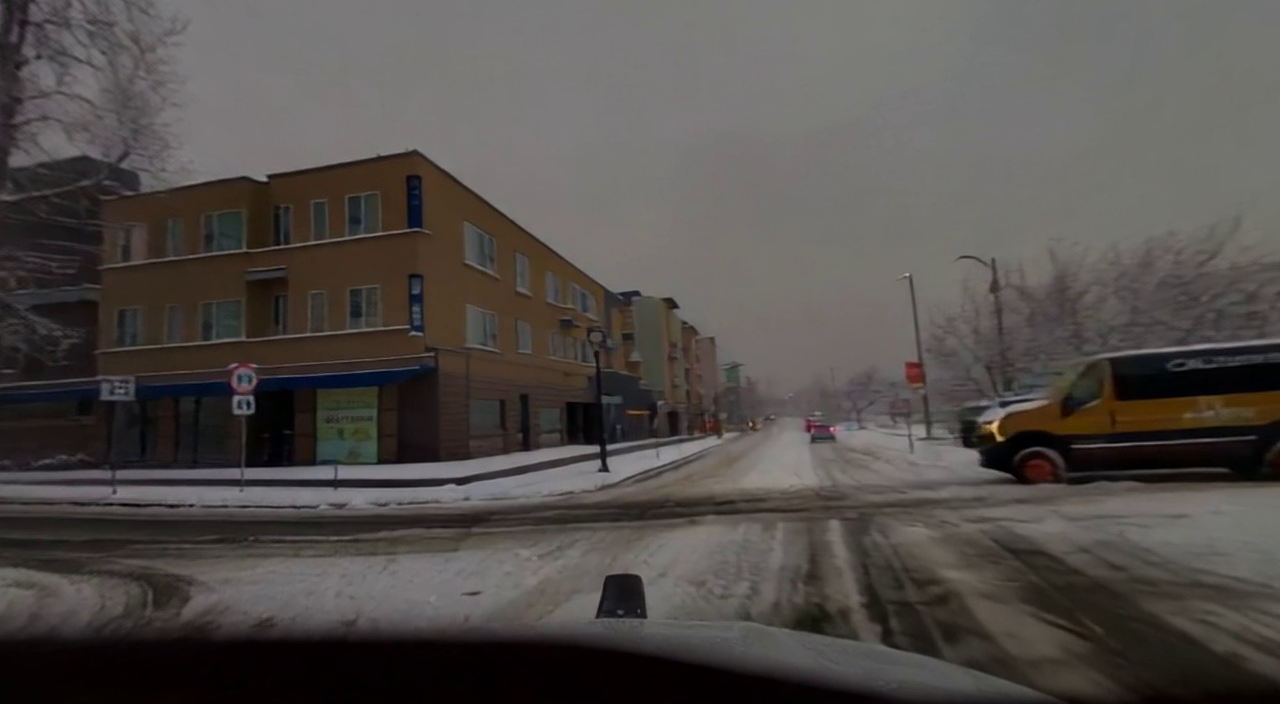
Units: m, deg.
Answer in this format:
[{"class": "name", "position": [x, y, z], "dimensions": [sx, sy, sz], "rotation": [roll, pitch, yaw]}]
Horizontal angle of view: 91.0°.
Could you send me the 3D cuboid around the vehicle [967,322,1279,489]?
[{"class": "vehicle", "position": [9.643, 1.030, 11.181], "dimensions": [2.239, 2.498, 6.221], "rotation": [6, -10, -41]}]
